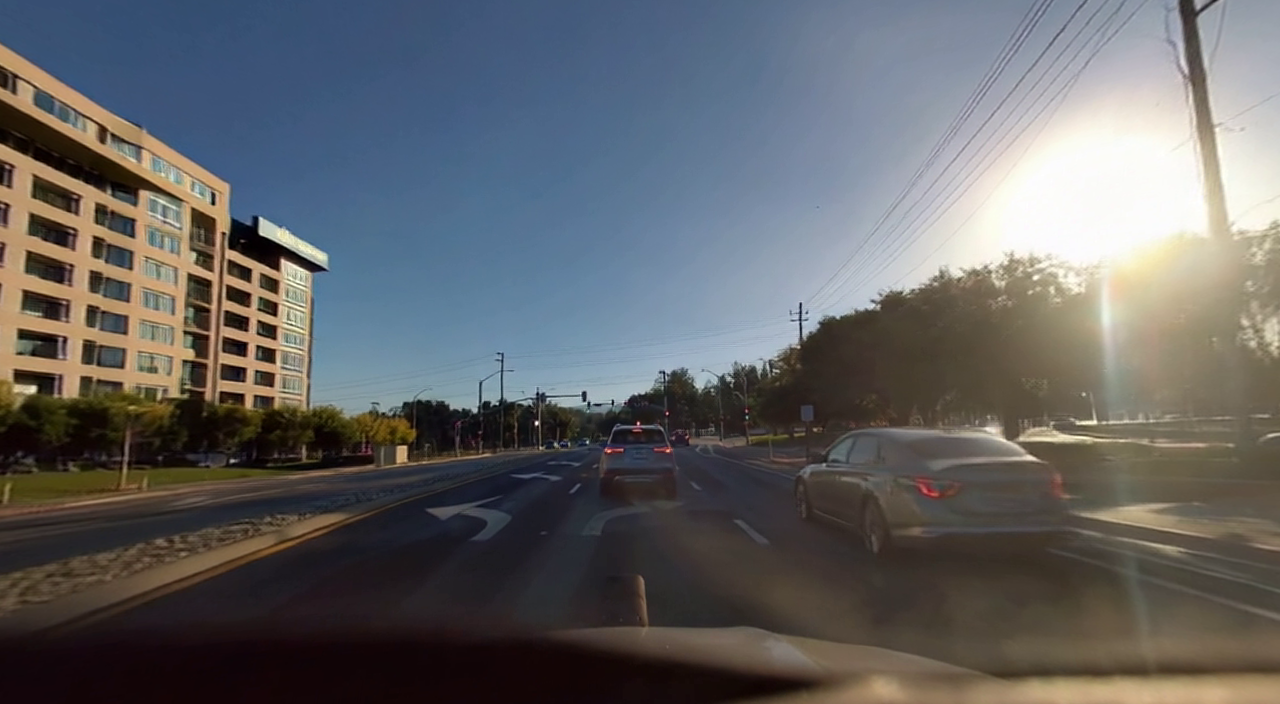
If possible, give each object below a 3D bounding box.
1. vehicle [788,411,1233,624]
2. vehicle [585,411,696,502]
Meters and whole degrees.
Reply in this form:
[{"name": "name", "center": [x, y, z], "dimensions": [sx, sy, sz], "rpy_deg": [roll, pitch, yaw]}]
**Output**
[{"name": "vehicle", "center": [3.168, 1.500, 6.815], "dimensions": [1.990, 1.482, 4.575], "rpy_deg": [0, -8, 0]}, {"name": "vehicle", "center": [0.014, 2.392, 14.761], "dimensions": [2.189, 1.776, 4.342], "rpy_deg": [0, -8, 0]}]
